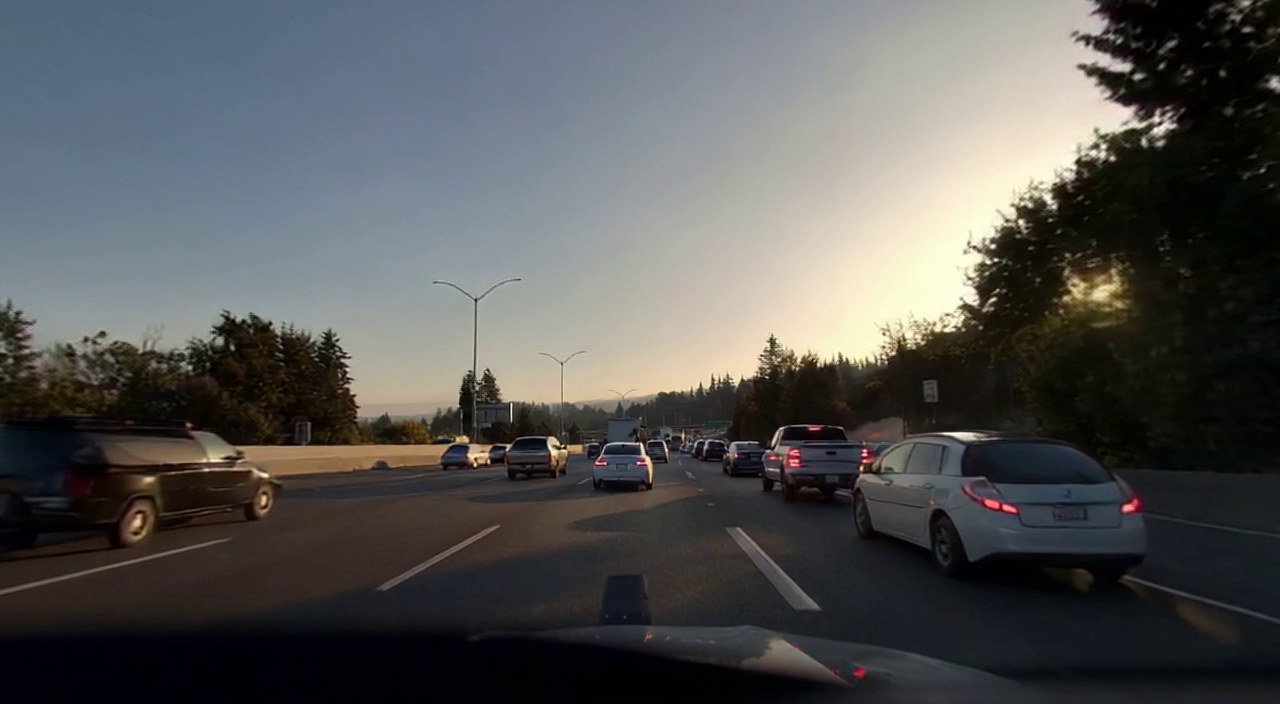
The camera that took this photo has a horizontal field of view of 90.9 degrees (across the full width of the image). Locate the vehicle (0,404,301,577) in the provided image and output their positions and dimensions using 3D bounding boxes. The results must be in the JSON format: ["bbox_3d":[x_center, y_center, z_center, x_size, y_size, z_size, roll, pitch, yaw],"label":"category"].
[{"bbox_3d":[-7.656,1.804,9.057,2.214,1.761,5.890,0,-8,1],"label":"vehicle"}]

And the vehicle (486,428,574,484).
[{"bbox_3d":[-3.909,3.842,23.578,2.110,1.811,5.585,0,-8,2],"label":"vehicle"}]

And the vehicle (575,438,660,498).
[{"bbox_3d":[-0.481,3.134,17.512,2.070,1.456,4.029,0,-8,2],"label":"vehicle"}]

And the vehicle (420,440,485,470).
[{"bbox_3d":[-10.254,5.658,34.846,1.907,1.508,4.608,-1,-8,4],"label":"vehicle"}]

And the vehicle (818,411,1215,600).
[{"bbox_3d":[3.790,1.609,7.569,1.984,1.567,4.475,0,-8,0],"label":"vehicle"}]

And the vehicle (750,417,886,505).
[{"bbox_3d":[4.024,2.565,15.193,1.999,1.777,4.578,0,-8,1],"label":"vehicle"}]
